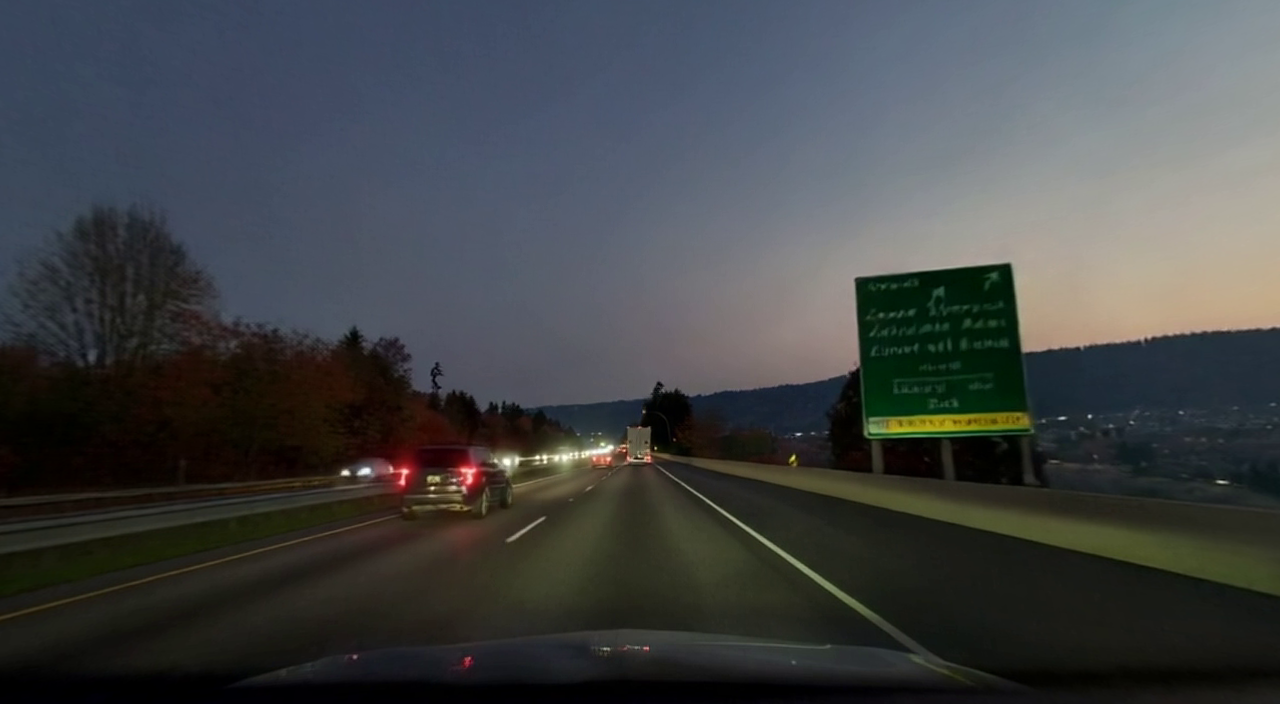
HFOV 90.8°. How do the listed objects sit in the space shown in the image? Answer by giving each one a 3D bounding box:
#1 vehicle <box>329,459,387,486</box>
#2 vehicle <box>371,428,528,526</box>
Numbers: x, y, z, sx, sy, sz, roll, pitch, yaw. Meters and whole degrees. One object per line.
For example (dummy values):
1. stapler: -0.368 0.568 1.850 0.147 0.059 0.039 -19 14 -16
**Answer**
1. vehicle: -16.907 7.241 37.999 1.791 1.483 3.609 0 -9 0
2. vehicle: -4.056 2.756 14.403 2.079 1.845 4.654 0 -9 0
